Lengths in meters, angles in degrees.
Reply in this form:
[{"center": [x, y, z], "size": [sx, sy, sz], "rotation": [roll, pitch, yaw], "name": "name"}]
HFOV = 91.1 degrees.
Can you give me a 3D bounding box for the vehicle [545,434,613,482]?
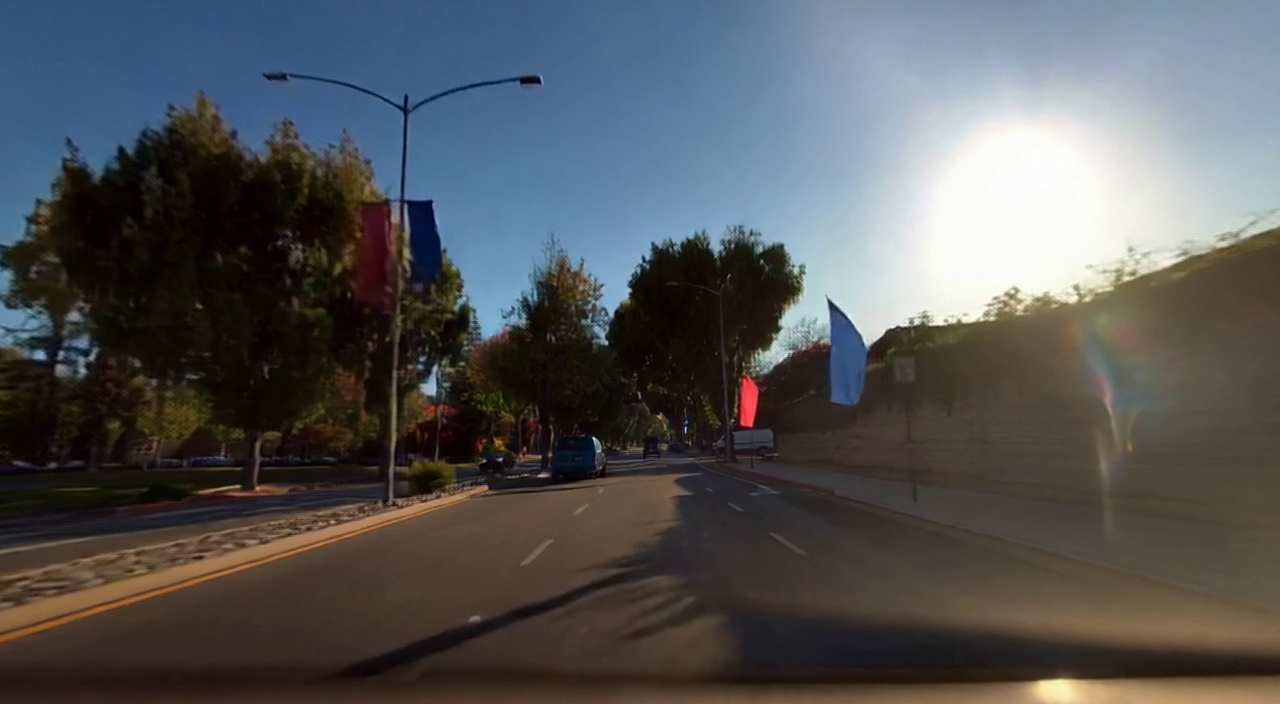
[{"center": [-2.449, 4.450, 26.644], "size": [2.281, 1.837, 4.845], "rotation": [0, -8, 2], "name": "vehicle"}]
